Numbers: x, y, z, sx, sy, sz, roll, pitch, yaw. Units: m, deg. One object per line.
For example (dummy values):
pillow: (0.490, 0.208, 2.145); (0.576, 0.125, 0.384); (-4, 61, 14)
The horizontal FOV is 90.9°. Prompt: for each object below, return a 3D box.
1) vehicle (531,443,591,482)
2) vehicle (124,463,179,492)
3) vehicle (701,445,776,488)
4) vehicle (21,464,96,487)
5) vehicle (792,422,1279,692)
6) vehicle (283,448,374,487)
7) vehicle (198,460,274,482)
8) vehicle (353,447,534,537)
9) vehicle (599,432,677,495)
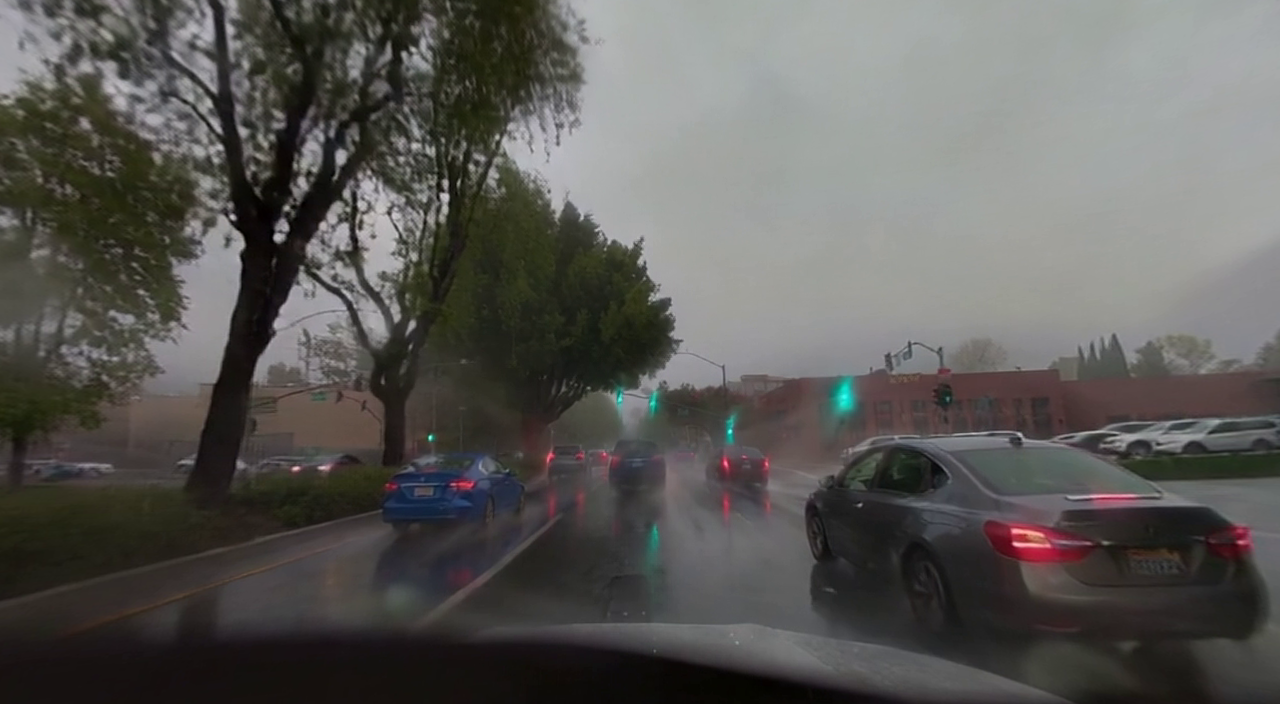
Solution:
vehicle: (-3.463, 4.938, 28.502); (2.130, 1.645, 3.995); (0, -8, 1)
vehicle: (-28.974, 7.392, 37.316); (1.921, 1.452, 4.549); (8, -12, -44)
vehicle: (3.590, 4.260, 23.828); (2.058, 1.472, 4.317); (0, -8, -1)
vehicle: (-42.432, 8.956, 45.979); (4.552, 1.492, 1.882); (-3, -9, 17)
vehicle: (2.988, 1.467, 5.805); (2.052, 1.475, 4.540); (0, -8, 0)
vehicle: (-15.992, 5.919, 32.688); (2.205, 1.795, 4.757); (0, -8, 1)
vehicle: (-29.663, 8.719, 46.323); (4.488, 1.445, 2.098); (-2, -9, 13)
vehicle: (-3.434, 2.504, 11.926); (2.115, 1.369, 3.908); (0, -8, 1)
vehicle: (-0.061, 3.716, 21.478); (2.361, 1.898, 4.465); (0, -8, 0)
